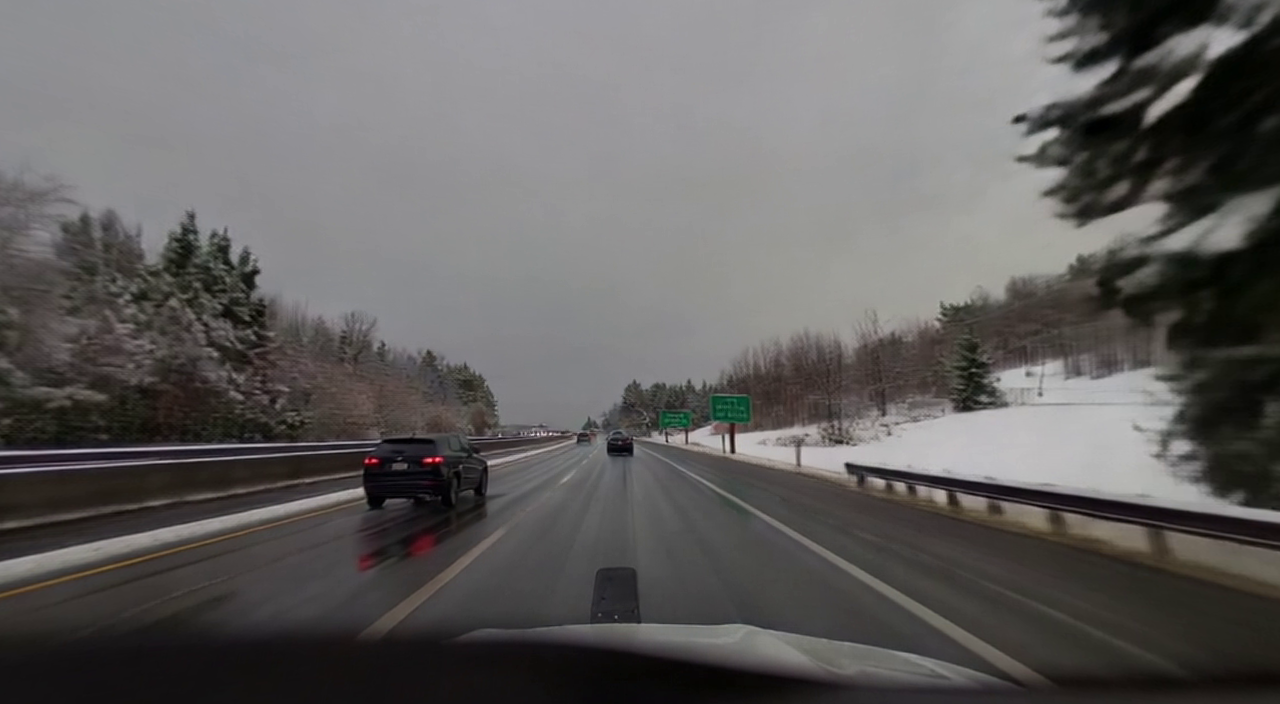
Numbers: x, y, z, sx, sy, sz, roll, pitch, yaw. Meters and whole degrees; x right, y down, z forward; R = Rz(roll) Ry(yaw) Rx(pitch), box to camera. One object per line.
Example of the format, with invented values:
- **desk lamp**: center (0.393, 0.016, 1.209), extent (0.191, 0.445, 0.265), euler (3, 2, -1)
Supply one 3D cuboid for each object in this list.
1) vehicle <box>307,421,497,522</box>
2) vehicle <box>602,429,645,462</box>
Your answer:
- **vehicle**: center (-4.098, 2.099, 11.734), extent (1.975, 1.518, 4.242), euler (0, -8, -1)
- **vehicle**: center (-0.901, 4.997, 33.823), extent (2.162, 1.616, 4.242), euler (0, -8, -1)
